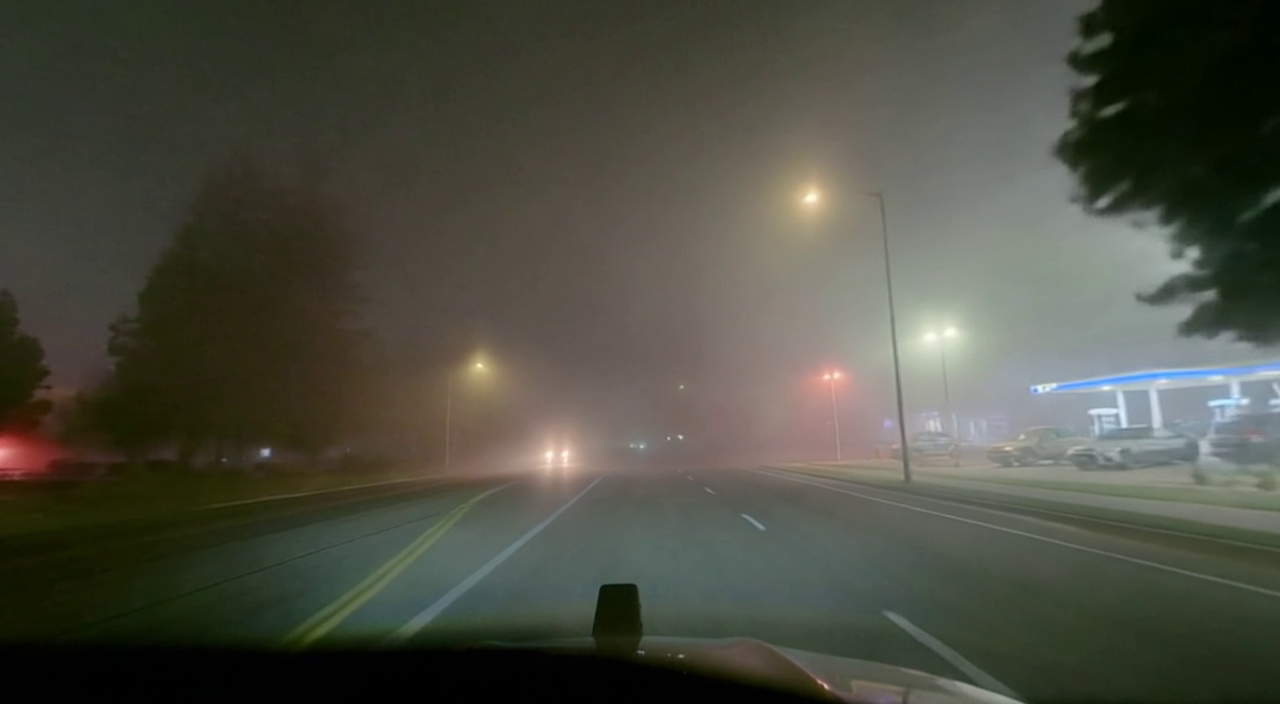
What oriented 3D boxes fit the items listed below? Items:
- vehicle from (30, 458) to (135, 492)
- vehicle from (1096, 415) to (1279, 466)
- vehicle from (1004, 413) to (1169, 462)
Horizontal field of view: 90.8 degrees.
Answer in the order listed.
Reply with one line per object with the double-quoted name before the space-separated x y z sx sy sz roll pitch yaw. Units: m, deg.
"vehicle" -26.845 5.908 30.585 1.768 1.465 3.569 0 -8 1
"vehicle" 16.854 2.714 19.308 4.352 1.466 1.943 0 -8 -3
"vehicle" 16.731 3.223 23.864 4.594 1.751 2.071 0 -8 -1
